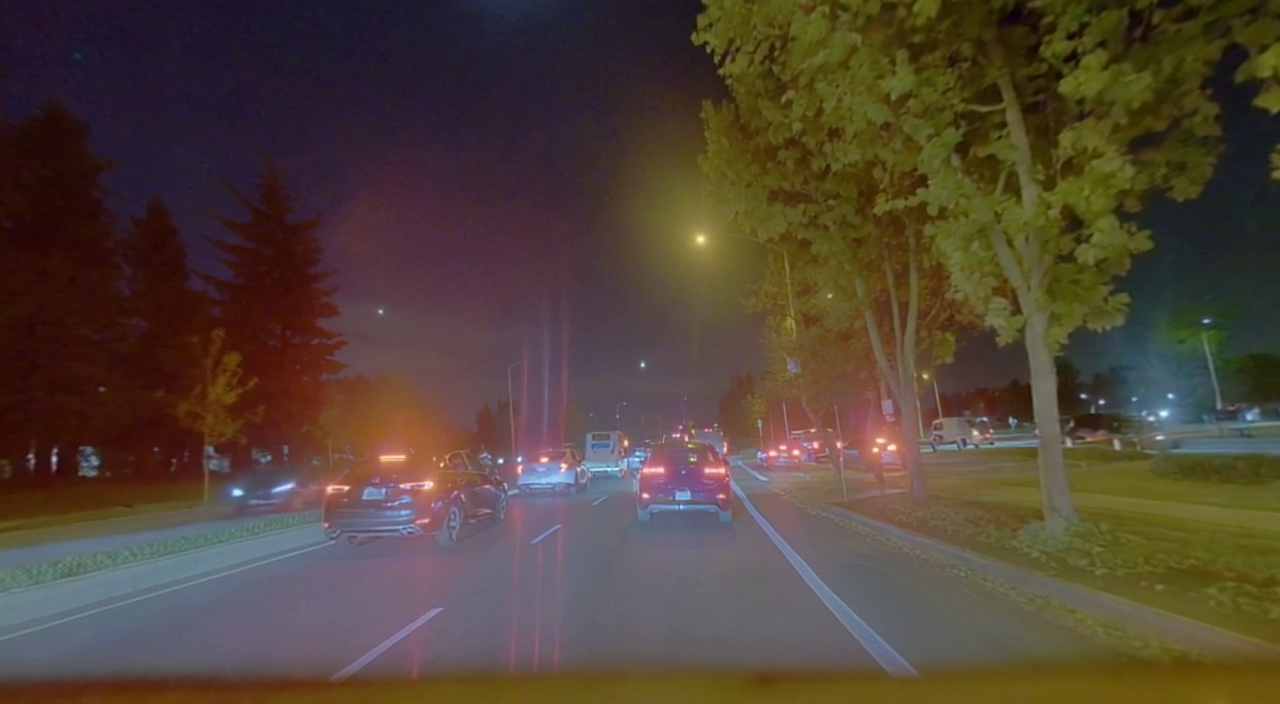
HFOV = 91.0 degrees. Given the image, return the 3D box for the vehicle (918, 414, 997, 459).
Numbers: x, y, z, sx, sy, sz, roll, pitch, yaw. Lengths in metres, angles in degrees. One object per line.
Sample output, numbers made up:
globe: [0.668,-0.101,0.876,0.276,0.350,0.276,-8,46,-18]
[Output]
vehicle: [14.934,4.056,29.946,2.288,1.933,4.612,-2,-9,14]

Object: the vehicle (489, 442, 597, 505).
vehicle: [-2.480,3.232,17.207,1.870,1.490,4.187,-1,-9,6]

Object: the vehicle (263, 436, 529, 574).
vehicle: [-3.132,2.034,9.227,1.940,1.502,4.241,-1,-9,4]

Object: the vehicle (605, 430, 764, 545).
vehicle: [0.678,2.149,10.644,2.142,1.528,4.133,0,-9,2]

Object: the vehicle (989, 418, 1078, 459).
vehicle: [18.149,4.003,29.254,1.803,1.518,3.893,-9,-9,6]
